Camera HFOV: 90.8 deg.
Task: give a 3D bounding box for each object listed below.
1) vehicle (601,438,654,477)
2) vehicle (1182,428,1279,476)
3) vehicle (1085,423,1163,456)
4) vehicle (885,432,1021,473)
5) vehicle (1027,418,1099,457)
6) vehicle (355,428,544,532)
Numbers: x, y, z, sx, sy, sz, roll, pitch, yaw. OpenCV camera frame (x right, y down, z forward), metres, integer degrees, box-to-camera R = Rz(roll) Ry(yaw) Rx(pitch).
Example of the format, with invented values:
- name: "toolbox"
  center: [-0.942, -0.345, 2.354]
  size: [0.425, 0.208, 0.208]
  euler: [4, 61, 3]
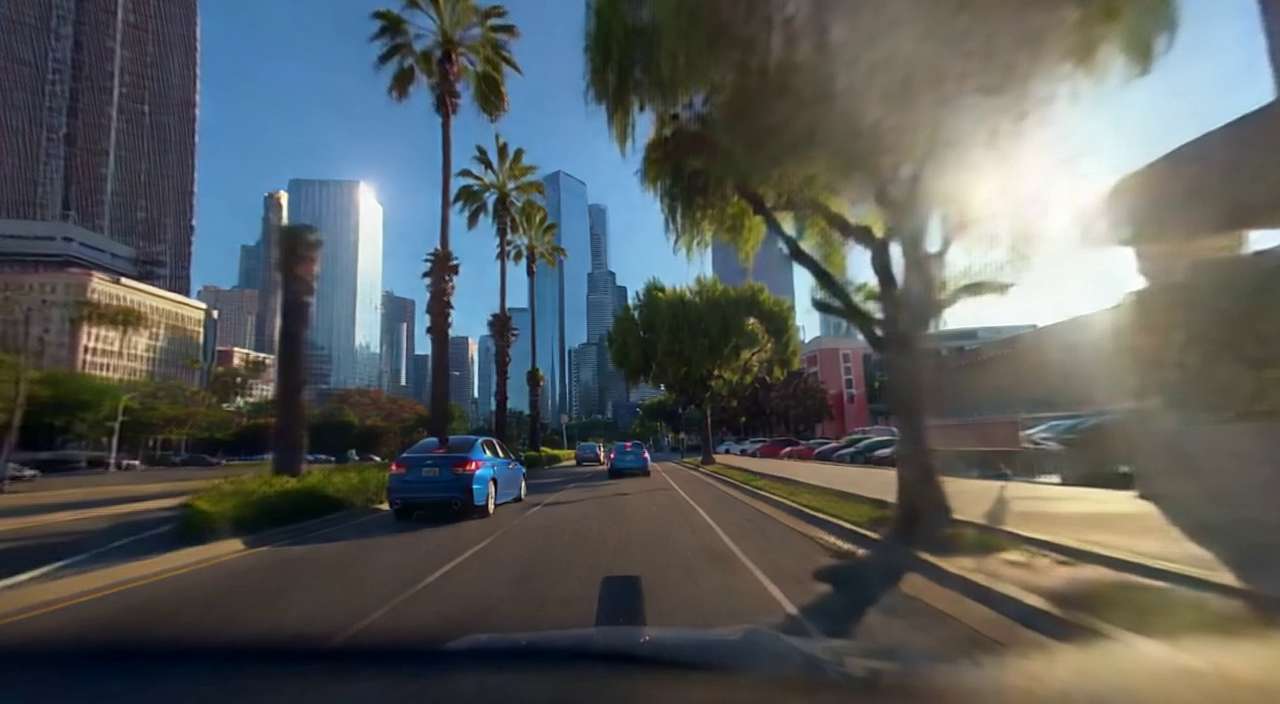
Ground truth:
- name: "vehicle"
  center: [-0.492, 4.297, 25.852]
  size: [2.004, 1.465, 3.713]
  euler: [0, -8, 0]
- name: "vehicle"
  center: [20.534, 3.188, 20.319]
  size: [1.976, 1.431, 4.774]
  euler: [0, -8, 0]
- name: "vehicle"
  center: [26.492, 4.851, 34.759]
  size: [1.982, 1.694, 4.676]
  euler: [-3, -9, 20]
- name: "vehicle"
  center: [13.258, 4.270, 26.919]
  size: [4.749, 1.522, 1.905]
  euler: [-1, -9, -3]
- name: "vehicle"
  center: [23.626, 4.828, 35.549]
  size: [2.288, 1.984, 5.526]
  euler: [-4, -9, 23]
- name: "vehicle"
  center: [-3.185, 2.243, 11.698]
  size: [2.071, 1.544, 4.383]
  euler: [0, -8, 1]
